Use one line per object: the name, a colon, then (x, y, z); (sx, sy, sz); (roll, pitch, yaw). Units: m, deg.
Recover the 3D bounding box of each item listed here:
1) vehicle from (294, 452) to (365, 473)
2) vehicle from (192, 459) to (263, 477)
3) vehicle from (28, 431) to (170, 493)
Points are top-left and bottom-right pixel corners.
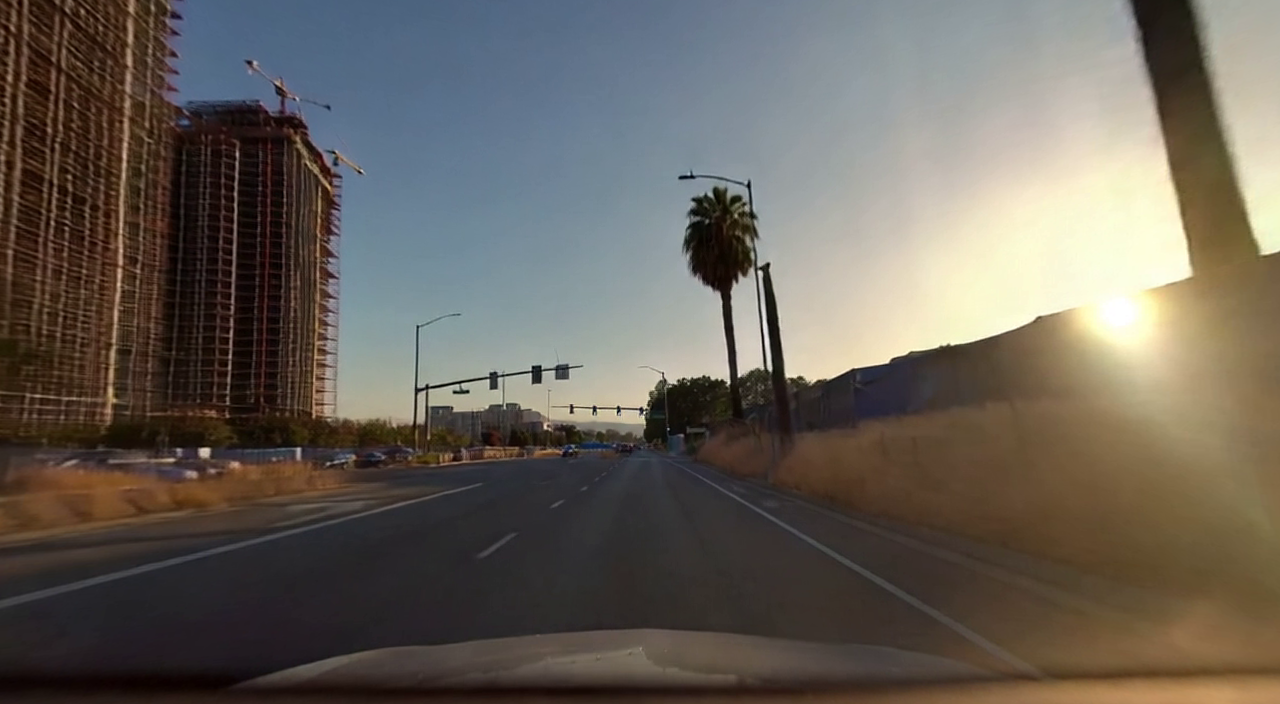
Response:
vehicle: (-24.430, 8.692, 49.744); (1.790, 1.484, 4.651); (-7, -11, 40)
vehicle: (-30.133, 8.480, 46.203); (4.101, 1.243, 1.698); (4, -10, -26)
vehicle: (-26.824, 5.362, 31.227); (6.454, 2.718, 3.175); (-5, -10, 30)
